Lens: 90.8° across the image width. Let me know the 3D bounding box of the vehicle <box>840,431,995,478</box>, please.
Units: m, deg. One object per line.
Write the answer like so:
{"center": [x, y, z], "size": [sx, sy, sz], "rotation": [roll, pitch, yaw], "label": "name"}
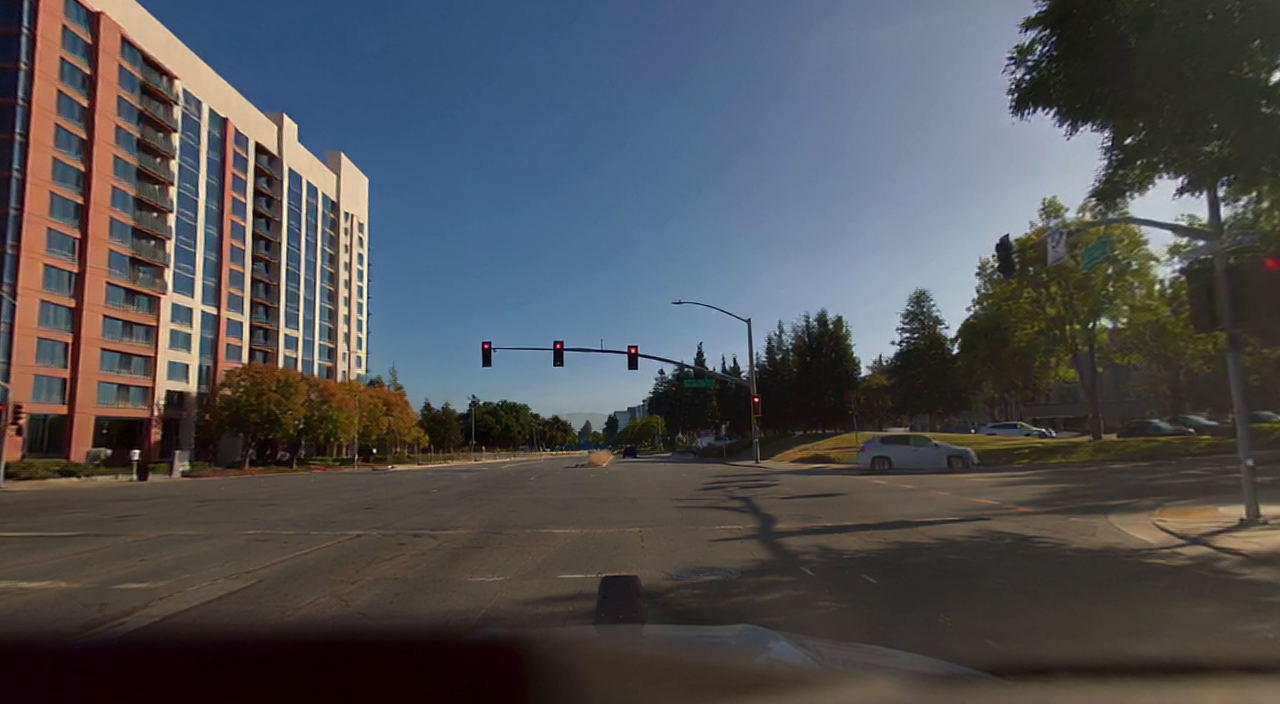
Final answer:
{"center": [11.303, 4.218, 26.114], "size": [5.357, 1.814, 2.141], "rotation": [-1, -8, 4], "label": "vehicle"}
